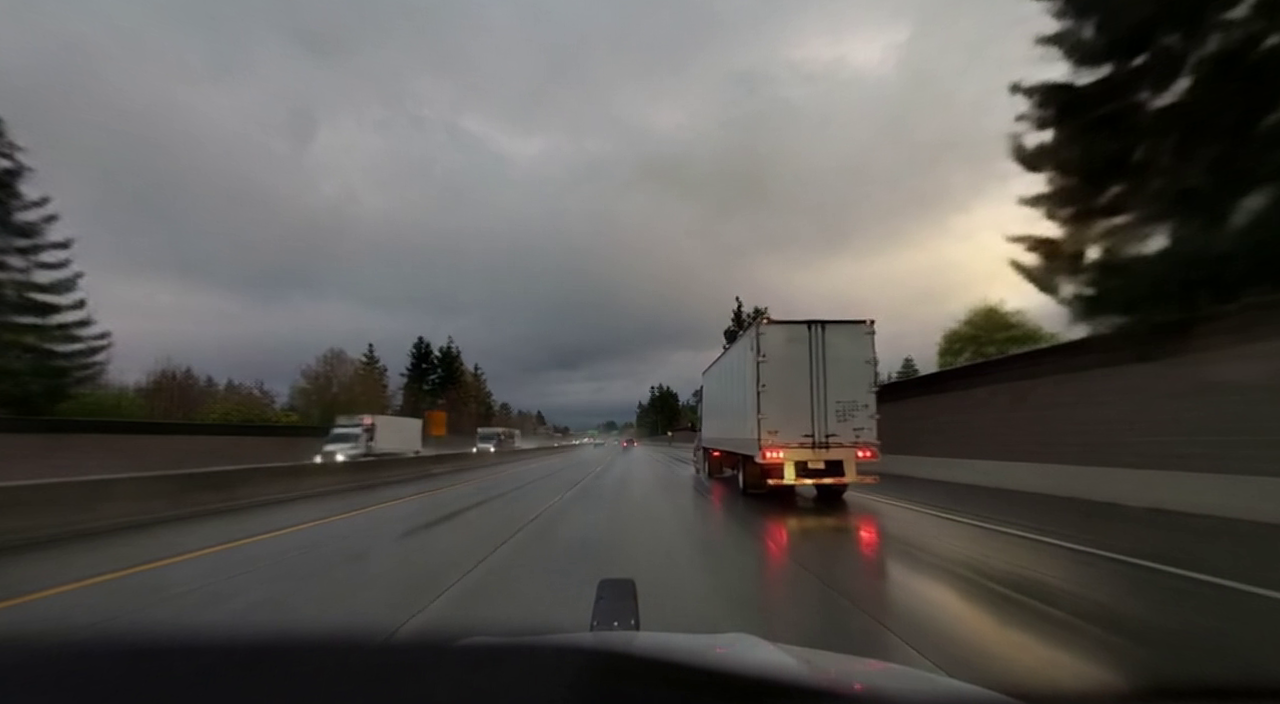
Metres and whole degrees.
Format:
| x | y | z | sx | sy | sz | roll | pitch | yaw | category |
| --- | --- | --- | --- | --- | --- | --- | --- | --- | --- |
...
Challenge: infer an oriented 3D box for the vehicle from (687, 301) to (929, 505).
| x | y | z | sx | sy | sz | roll | pitch | yaw | category |
| --- | --- | --- | --- | --- | --- | --- | --- | --- | --- |
| 3.996 | 1.993 | 20.173 | 3.489 | 4.211 | 14.193 | 0 | -8 | -1 | vehicle |

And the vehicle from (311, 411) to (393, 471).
| x | y | z | sx | sy | sz | roll | pitch | yaw | category |
| --- | --- | --- | --- | --- | --- | --- | --- | --- | --- |
| -19.982 | 6.223 | 44.113 | 2.912 | 3.859 | 6.032 | -1 | -8 | -1 | vehicle |
